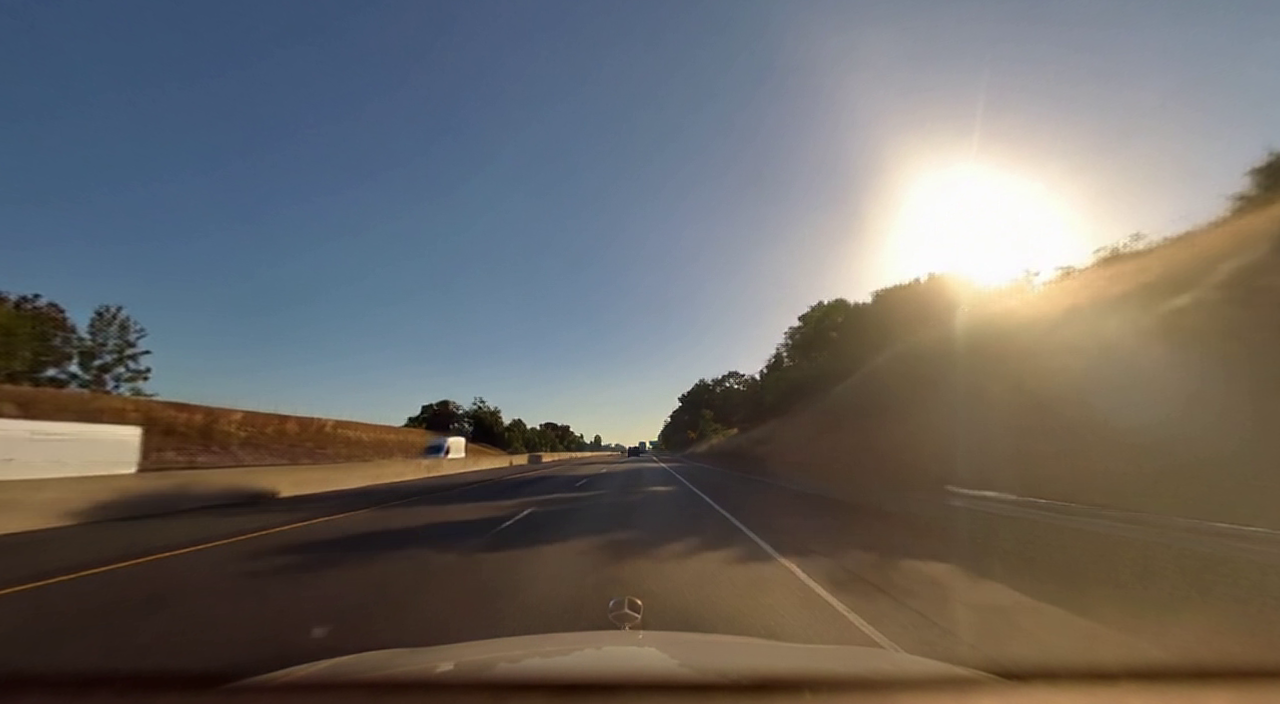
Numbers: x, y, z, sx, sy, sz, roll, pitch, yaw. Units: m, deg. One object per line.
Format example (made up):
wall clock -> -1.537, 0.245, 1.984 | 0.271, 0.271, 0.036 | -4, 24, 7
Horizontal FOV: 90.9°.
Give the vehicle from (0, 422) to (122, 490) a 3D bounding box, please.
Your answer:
vehicle -> -40.997, 6.455, 39.235 | 4.331, 4.091, 18.781 | 1, -8, -9
